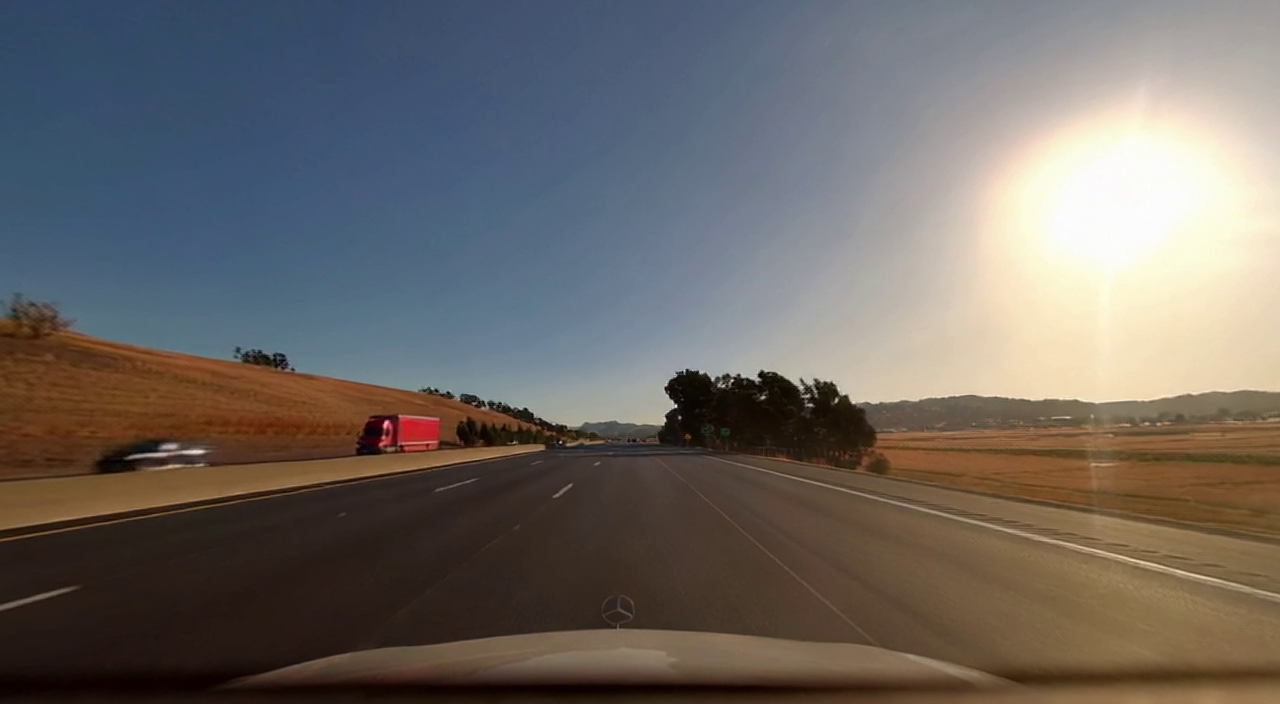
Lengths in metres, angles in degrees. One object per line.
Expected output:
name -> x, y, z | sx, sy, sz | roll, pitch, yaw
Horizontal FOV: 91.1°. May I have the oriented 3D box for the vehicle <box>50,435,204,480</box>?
vehicle -> -19.499, 3.992, 24.256 | 2.031, 1.517, 4.707 | 0, -8, -1
